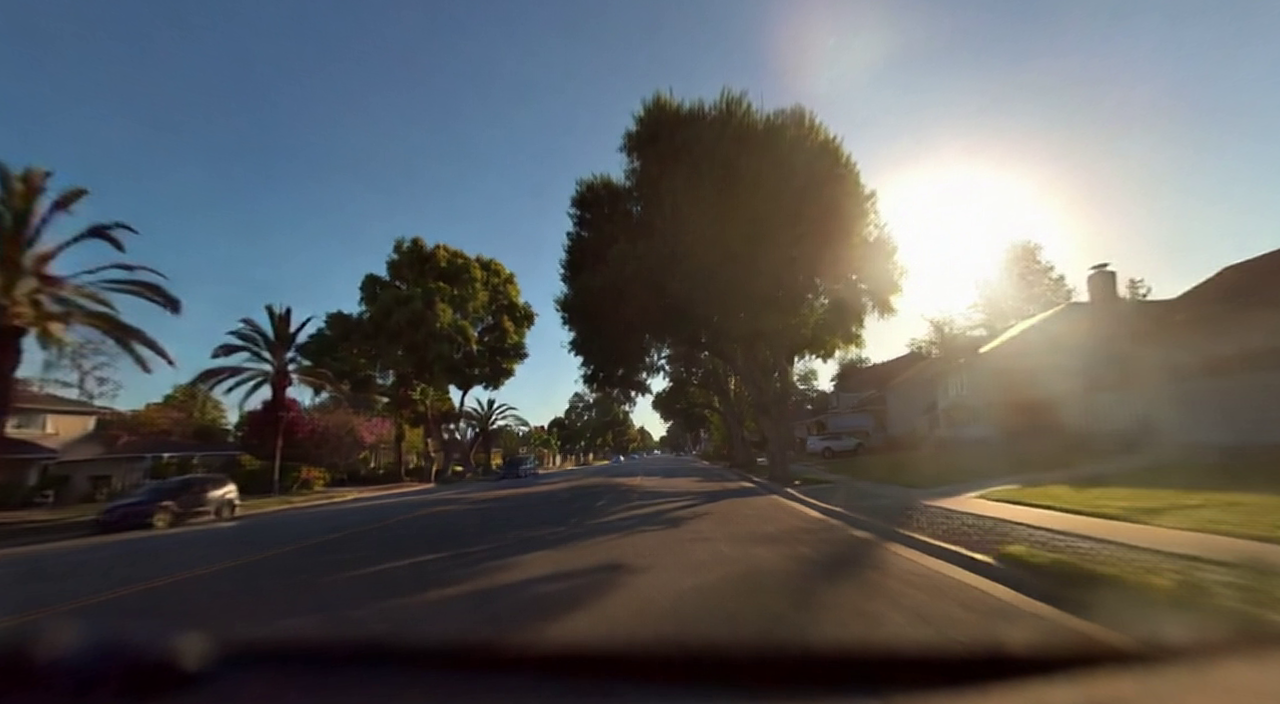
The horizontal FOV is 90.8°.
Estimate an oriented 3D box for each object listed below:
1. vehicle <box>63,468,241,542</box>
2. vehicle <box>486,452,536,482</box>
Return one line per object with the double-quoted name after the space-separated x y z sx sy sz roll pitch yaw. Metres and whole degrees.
-13.638 4.256 18.031 1.804 1.498 4.136 -5 -8 1 "vehicle"
-8.529 7.623 42.073 2.001 1.725 4.504 -3 -8 6 "vehicle"
